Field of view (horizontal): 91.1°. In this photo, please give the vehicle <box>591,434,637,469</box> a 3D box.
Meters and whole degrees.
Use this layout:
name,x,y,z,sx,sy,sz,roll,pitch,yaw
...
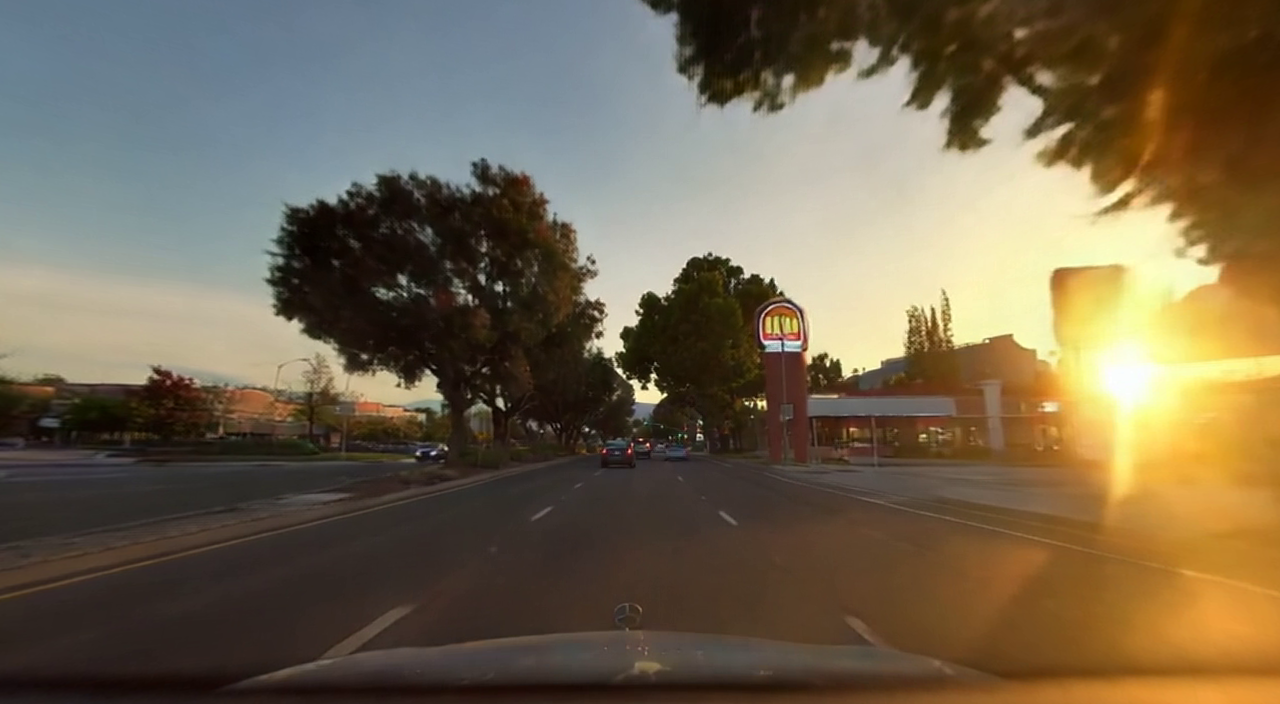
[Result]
name,x,y,z,sx,sy,sz,roll,pitch,yaw
vehicle,-1.418,5.827,36.967,2.222,1.899,5.006,0,-8,3
